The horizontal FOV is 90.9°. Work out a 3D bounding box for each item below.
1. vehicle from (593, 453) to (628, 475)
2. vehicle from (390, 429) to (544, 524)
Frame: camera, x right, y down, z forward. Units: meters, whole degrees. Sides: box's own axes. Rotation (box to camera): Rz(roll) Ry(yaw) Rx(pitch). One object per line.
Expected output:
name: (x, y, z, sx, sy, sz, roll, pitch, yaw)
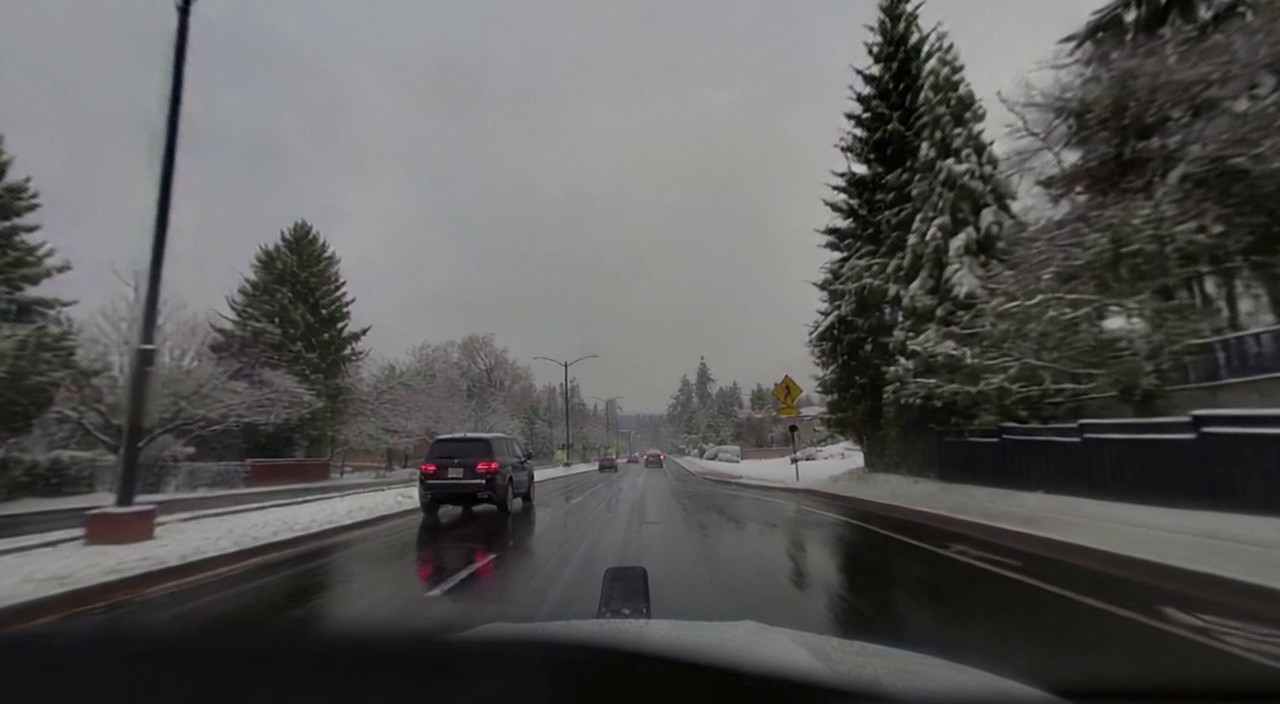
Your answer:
vehicle: (-2.090, 8.169, 46.202, 2.119, 1.494, 4.624, 0, -9, 3)
vehicle: (-3.588, 2.674, 14.034, 2.073, 1.770, 4.302, 0, -9, 2)
